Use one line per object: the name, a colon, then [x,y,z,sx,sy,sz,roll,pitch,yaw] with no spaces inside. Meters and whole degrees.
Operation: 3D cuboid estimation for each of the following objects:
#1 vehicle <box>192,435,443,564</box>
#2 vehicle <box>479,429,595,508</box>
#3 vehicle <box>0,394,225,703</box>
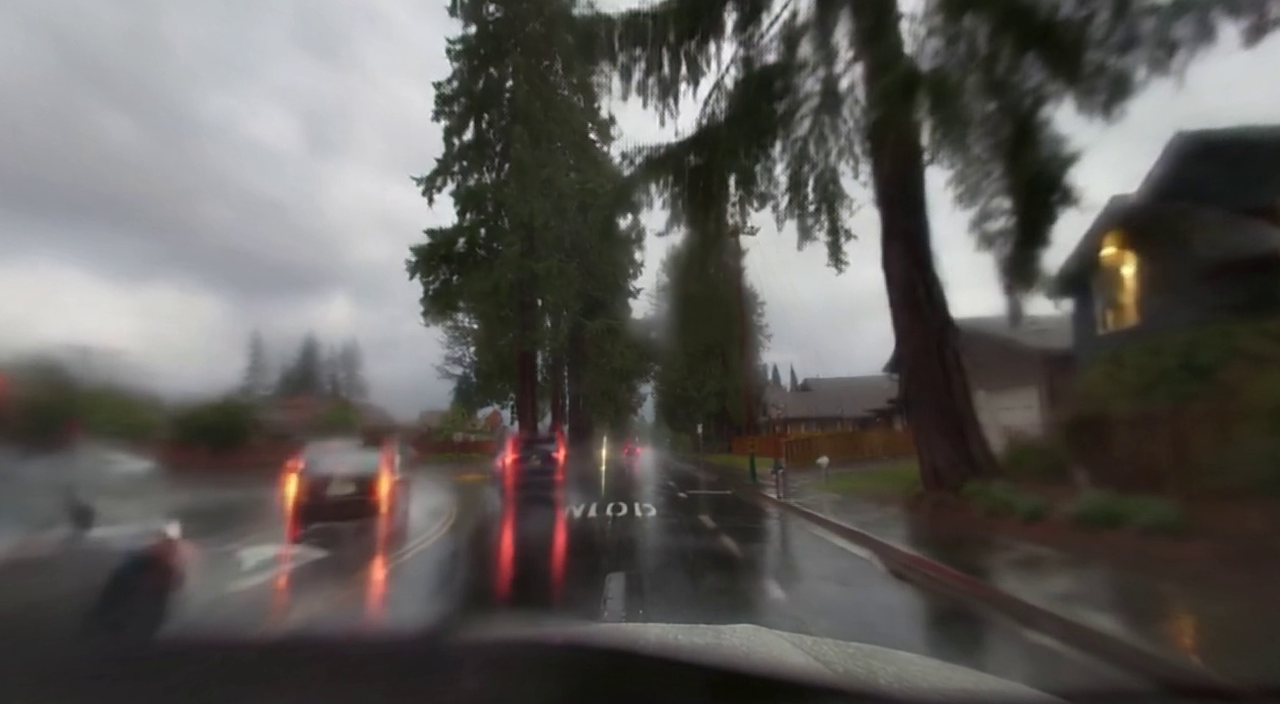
vehicle: [-4.837,2.218,10.476,2.151,1.578,5.036,1,-9,-8]
vehicle: [-2.714,2.824,15.712,2.290,1.653,4.127,2,-9,-17]
vehicle: [-3.762,0.925,2.411,1.986,1.561,3.805,1,-9,-6]
